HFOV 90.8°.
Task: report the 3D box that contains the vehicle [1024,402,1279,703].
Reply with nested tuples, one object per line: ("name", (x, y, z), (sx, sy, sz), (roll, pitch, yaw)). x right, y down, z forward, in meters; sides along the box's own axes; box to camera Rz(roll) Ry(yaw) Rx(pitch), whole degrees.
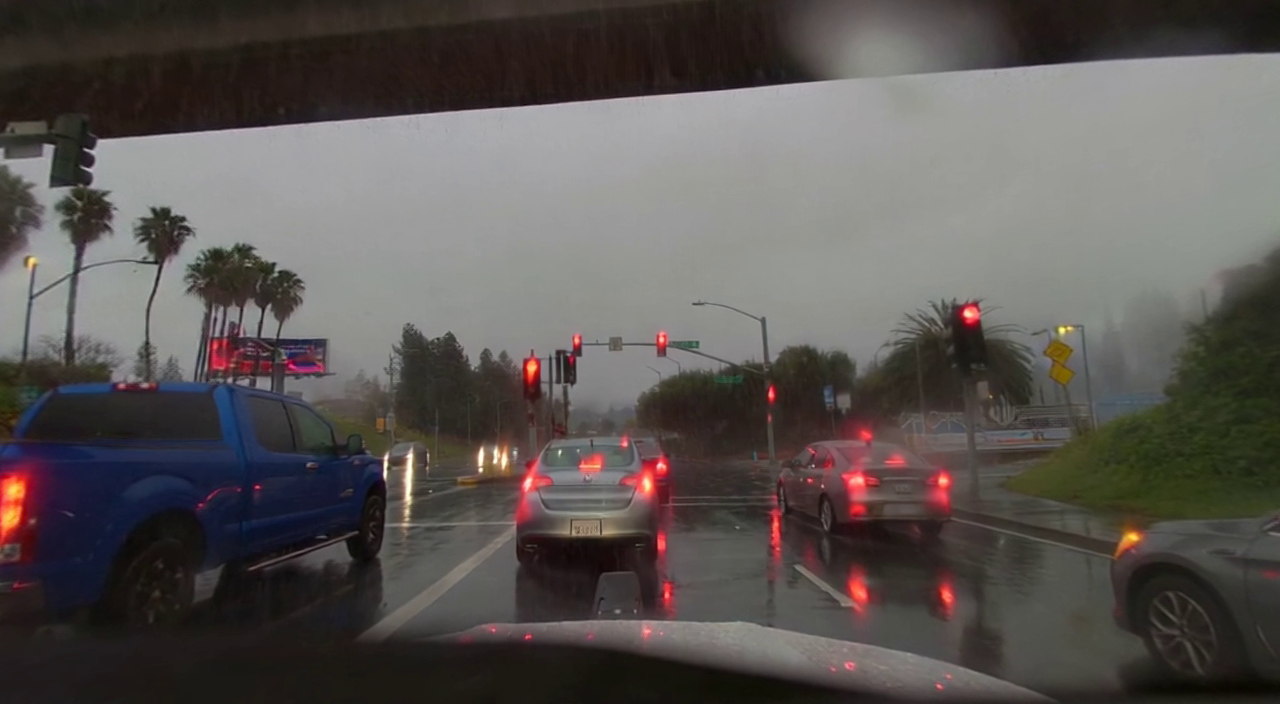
("vehicle", (3.872, 0.900, 2.297), (2.052, 1.496, 4.541), (0, -9, 0))

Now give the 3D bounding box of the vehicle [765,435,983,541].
("vehicle", (3.704, 2.223, 11.069), (1.965, 1.448, 4.486), (0, -9, -2))

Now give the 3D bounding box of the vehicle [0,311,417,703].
("vehicle", (-3.793, 1.114, 5.050), (2.078, 1.838, 5.448), (0, -9, -1))

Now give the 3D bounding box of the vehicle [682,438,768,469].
("vehicle", (4.217, 5.140, 32.082), (1.878, 1.428, 4.416), (5, -10, -33))

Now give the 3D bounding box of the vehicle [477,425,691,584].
("vehicle", (-0.626, 1.763, 8.149), (2.035, 1.491, 4.090), (0, -9, -3))
